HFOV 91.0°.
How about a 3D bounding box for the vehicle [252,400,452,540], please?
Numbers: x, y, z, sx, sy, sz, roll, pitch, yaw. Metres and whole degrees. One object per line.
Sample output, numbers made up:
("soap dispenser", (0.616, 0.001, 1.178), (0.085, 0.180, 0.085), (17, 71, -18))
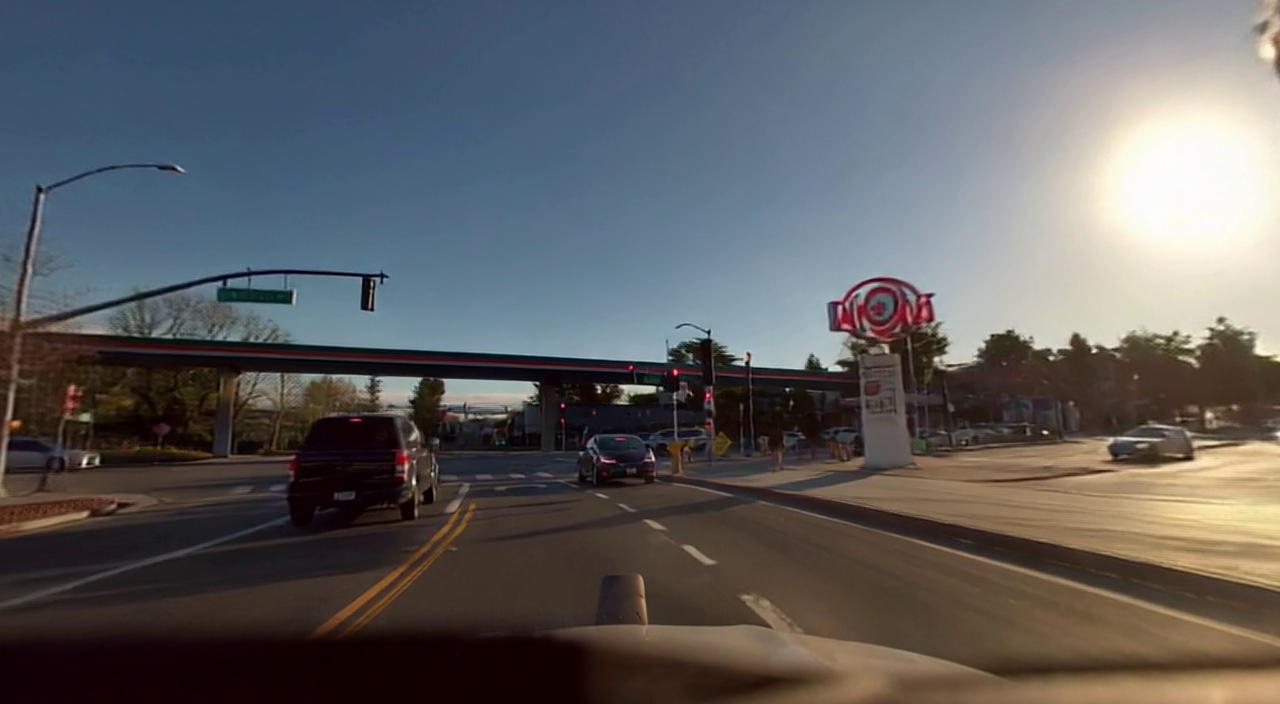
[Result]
("vehicle", (-4.954, 2.101, 11.740), (2.254, 2.006, 4.766), (2, -9, -11))

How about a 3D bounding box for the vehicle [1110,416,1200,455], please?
("vehicle", (25.393, 4.176, 31.003), (4.595, 1.764, 2.160), (6, -11, -35))

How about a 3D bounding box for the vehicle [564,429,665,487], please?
("vehicle", (-1.055, 3.754, 22.560), (2.202, 1.822, 4.826), (4, -9, -20))
